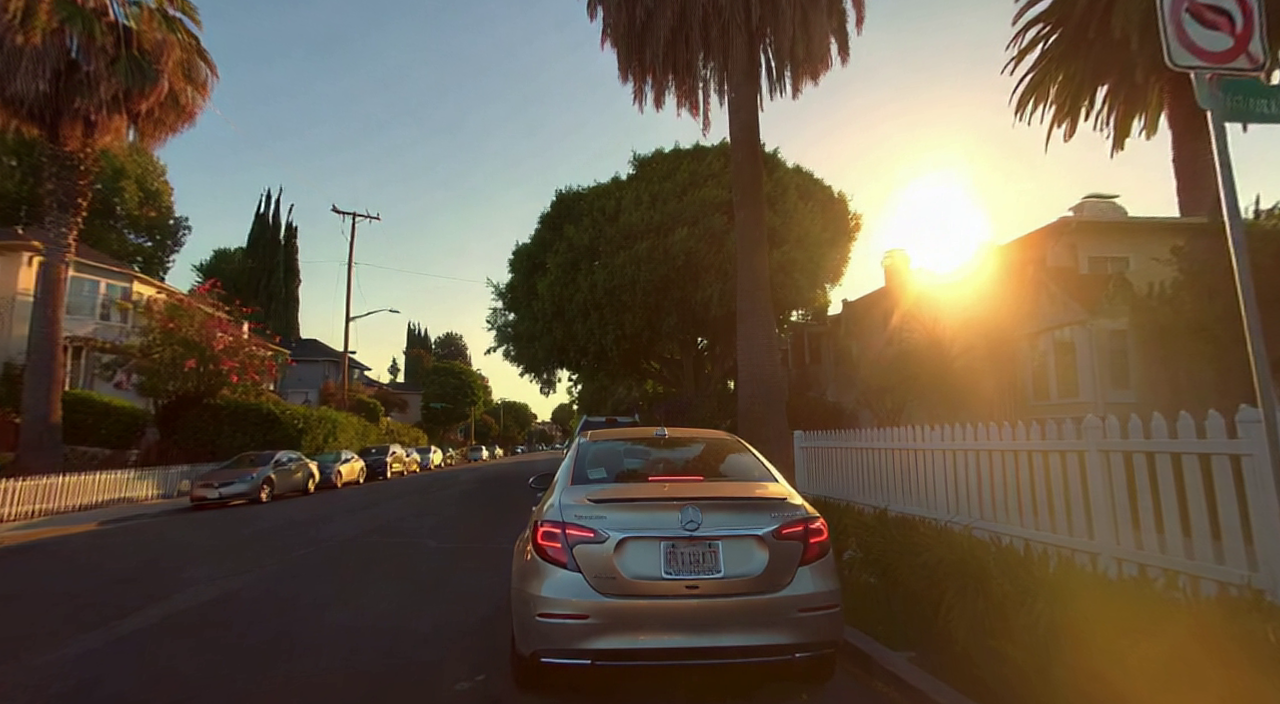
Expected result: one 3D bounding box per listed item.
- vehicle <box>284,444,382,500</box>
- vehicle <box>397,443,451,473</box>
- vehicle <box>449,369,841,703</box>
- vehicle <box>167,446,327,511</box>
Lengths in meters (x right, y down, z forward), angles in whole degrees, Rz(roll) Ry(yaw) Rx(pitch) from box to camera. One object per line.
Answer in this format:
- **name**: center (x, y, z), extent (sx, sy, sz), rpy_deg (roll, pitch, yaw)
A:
- **vehicle**: center (-12.151, 4.709, 25.273), extent (2.048, 1.485, 4.757), rpy_deg (-4, -4, -7)
- **vehicle**: center (-13.164, 6.466, 38.706), extent (2.060, 1.689, 4.999), rpy_deg (1, -8, -7)
- **vehicle**: center (-0.135, 1.214, 5.005), extent (1.894, 1.695, 3.795), rpy_deg (1, -8, -6)
- **vehicle**: center (-11.399, 3.654, 18.804), extent (2.017, 1.627, 5.039), rpy_deg (1, -8, -7)
